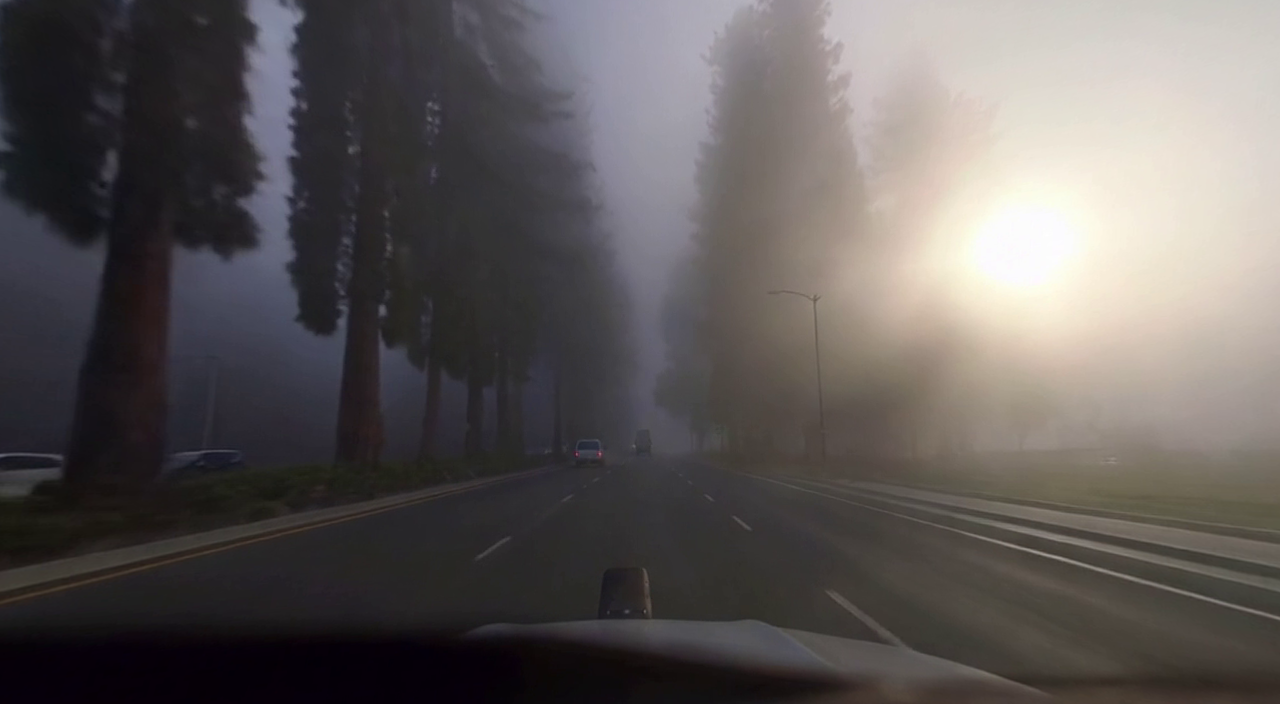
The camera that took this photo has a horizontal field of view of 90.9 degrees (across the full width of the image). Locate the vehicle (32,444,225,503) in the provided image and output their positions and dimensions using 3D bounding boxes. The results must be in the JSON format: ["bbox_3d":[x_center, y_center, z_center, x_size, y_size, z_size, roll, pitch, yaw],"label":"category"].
[{"bbox_3d":[-16.785,3.962,21.136,2.225,1.719,4.915,-1,-8,2],"label":"vehicle"}]

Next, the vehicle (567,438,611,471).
[{"bbox_3d":[-3.157,6.466,40.029,2.255,1.940,4.822,0,-8,1],"label":"vehicle"}]

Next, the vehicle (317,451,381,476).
[{"bbox_3d":[-19.226,7.347,41.873,1.874,1.470,4.679,-1,-8,2],"label":"vehicle"}]
